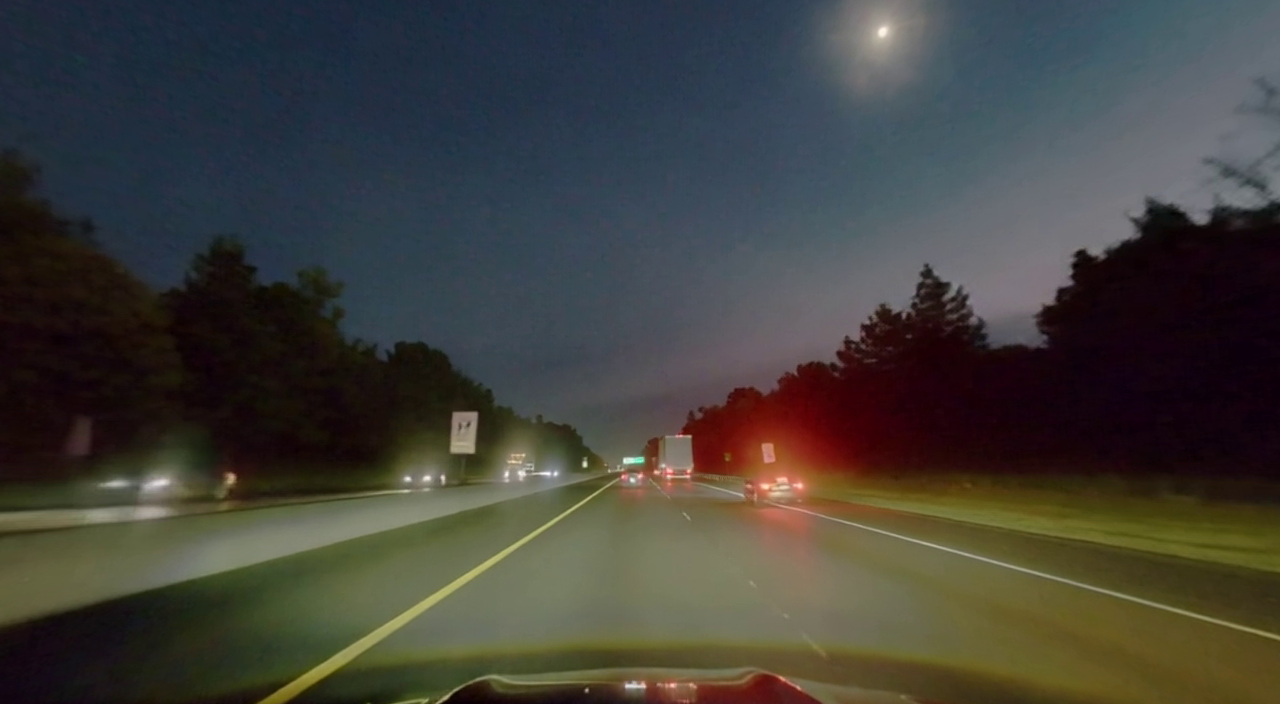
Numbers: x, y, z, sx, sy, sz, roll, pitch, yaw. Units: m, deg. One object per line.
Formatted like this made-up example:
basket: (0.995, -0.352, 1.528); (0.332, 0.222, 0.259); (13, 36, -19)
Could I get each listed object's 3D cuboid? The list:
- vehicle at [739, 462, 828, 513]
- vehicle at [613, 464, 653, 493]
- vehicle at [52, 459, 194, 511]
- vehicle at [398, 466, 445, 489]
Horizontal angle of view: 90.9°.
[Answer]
vehicle: (4.658, 4.489, 21.153); (1.897, 1.476, 4.334); (1, -10, -1)
vehicle: (-0.397, 6.861, 34.283); (2.010, 1.436, 3.973); (1, -10, -1)
vehicle: (-19.974, 5.136, 24.620); (1.911, 1.773, 4.182); (1, -10, 0)
vehicle: (-16.561, 9.511, 47.971); (1.910, 1.585, 4.351); (1, -10, 0)
